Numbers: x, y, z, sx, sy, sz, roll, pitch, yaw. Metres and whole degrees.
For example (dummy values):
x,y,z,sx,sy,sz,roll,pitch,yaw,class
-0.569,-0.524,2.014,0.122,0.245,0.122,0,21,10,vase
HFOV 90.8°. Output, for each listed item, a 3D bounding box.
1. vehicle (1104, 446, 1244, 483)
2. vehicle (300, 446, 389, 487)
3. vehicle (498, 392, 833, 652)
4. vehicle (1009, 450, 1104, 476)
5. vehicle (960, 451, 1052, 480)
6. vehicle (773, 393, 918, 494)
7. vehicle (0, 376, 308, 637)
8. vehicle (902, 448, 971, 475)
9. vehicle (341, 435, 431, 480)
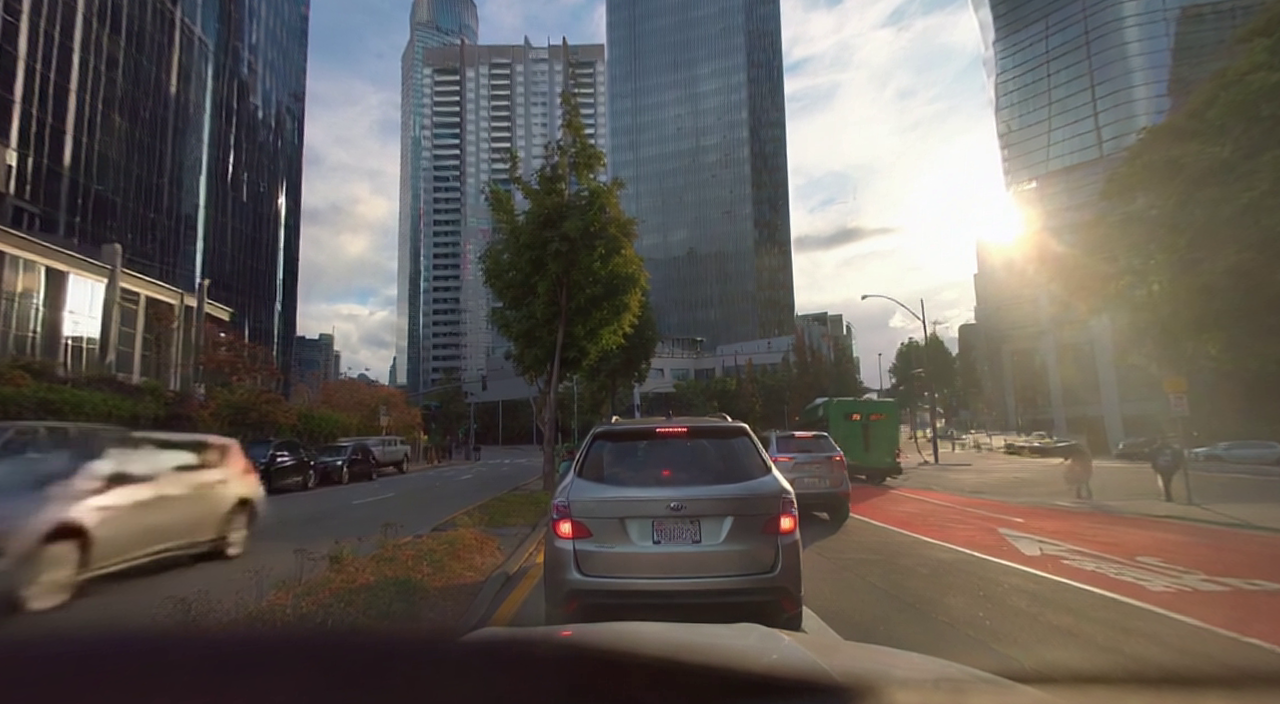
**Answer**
x,y,z,sx,sy,sz,roll,pitch,yaw,class
30.832,6.479,36.813,5.890,1.996,2.155,-6,-10,34,vehicle
-11.587,4.495,25.095,1.791,1.463,4.210,0,-9,-4,vehicle
0.205,1.426,6.305,2.192,1.695,4.142,0,-8,1,vehicle
28.035,7.445,42.690,5.153,1.626,1.895,-6,-10,33,vehicle
23.873,7.394,41.308,4.956,1.706,1.822,-6,-10,33,vehicle
7.185,3.411,23.516,3.113,3.116,7.650,0,-8,3,vehicle
-5.674,1.379,6.441,2.198,1.779,4.926,1,-9,-5,vehicle
21.854,8.027,46.577,4.211,1.820,2.094,-6,-10,35,vehicle
-12.103,5.065,30.605,2.338,1.963,5.740,0,-9,-4,vehicle
